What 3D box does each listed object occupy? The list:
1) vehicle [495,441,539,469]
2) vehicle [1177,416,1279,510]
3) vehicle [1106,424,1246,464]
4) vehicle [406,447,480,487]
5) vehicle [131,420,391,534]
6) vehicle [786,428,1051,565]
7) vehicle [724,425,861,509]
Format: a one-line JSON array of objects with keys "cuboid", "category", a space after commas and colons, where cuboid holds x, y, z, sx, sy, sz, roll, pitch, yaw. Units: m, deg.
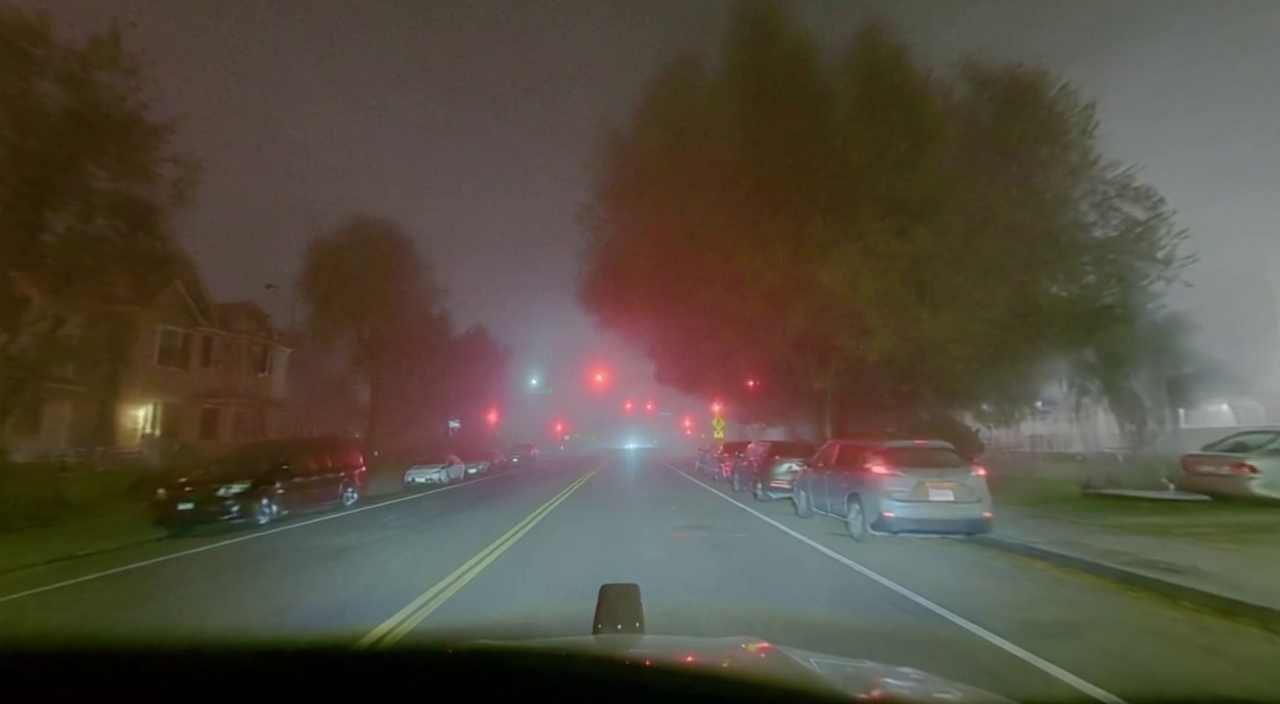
[{"cuboid": [-8.287, 6.990, 43.004, 2.007, 1.773, 4.759, 0, -9, 0], "category": "vehicle"}, {"cuboid": [12.681, 1.879, 11.420, 4.326, 1.524, 1.715, -3, -8, -2], "category": "vehicle"}, {"cuboid": [24.932, 4.306, 29.530, 4.599, 1.759, 2.060, 0, -9, 0], "category": "vehicle"}, {"cuboid": [-8.151, 4.760, 26.556, 1.860, 1.476, 4.594, 0, -9, -3], "category": "vehicle"}, {"cuboid": [-7.858, 2.635, 14.093, 2.420, 2.004, 5.615, 0, -9, -2], "category": "vehicle"}, {"cuboid": [3.628, 1.941, 9.258, 1.809, 1.513, 4.264, 0, -9, -2], "category": "vehicle"}, {"cuboid": [3.475, 2.725, 15.391, 2.077, 1.715, 4.505, 0, -9, -2], "category": "vehicle"}]
